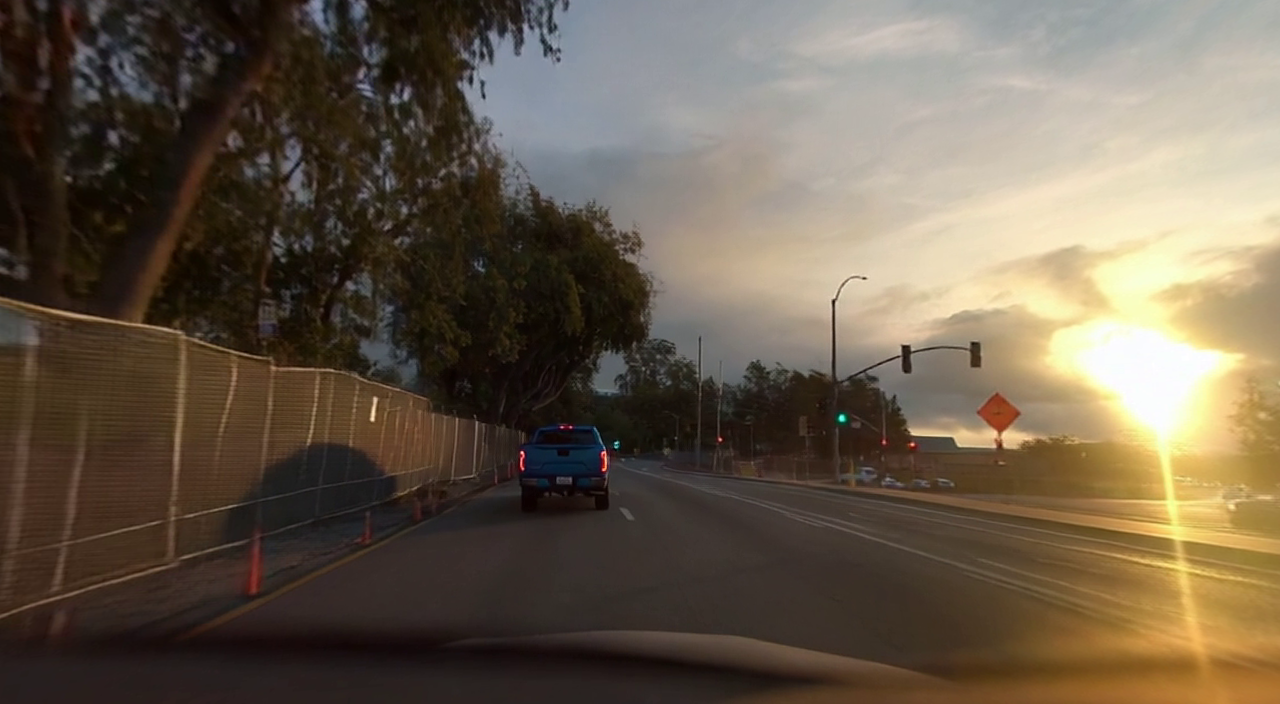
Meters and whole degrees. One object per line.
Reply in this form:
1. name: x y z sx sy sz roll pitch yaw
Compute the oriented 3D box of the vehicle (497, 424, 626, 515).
1. vehicle: -1.625 2.633 14.757 2.436 1.698 5.322 0 -8 -3
